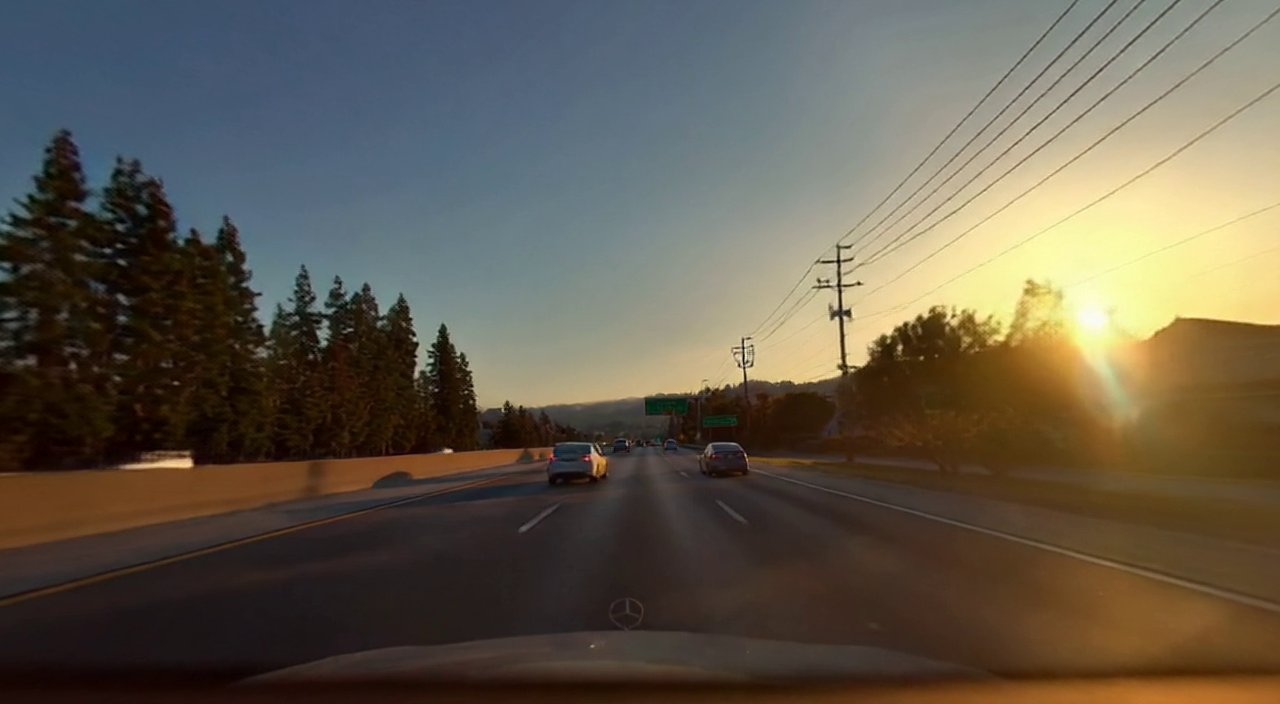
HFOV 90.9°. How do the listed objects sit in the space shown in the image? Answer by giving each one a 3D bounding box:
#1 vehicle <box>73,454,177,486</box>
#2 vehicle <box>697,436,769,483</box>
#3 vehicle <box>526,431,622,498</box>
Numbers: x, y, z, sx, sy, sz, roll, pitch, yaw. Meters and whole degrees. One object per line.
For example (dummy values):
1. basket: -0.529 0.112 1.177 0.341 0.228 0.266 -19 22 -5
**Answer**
1. vehicle: -31.538 7.217 38.896 2.143 1.777 5.015 0 -8 0
2. vehicle: 3.302 3.896 23.193 1.996 1.579 3.841 0 -8 -1
3. vehicle: -1.666 3.058 17.522 2.049 1.620 4.153 0 -8 2
